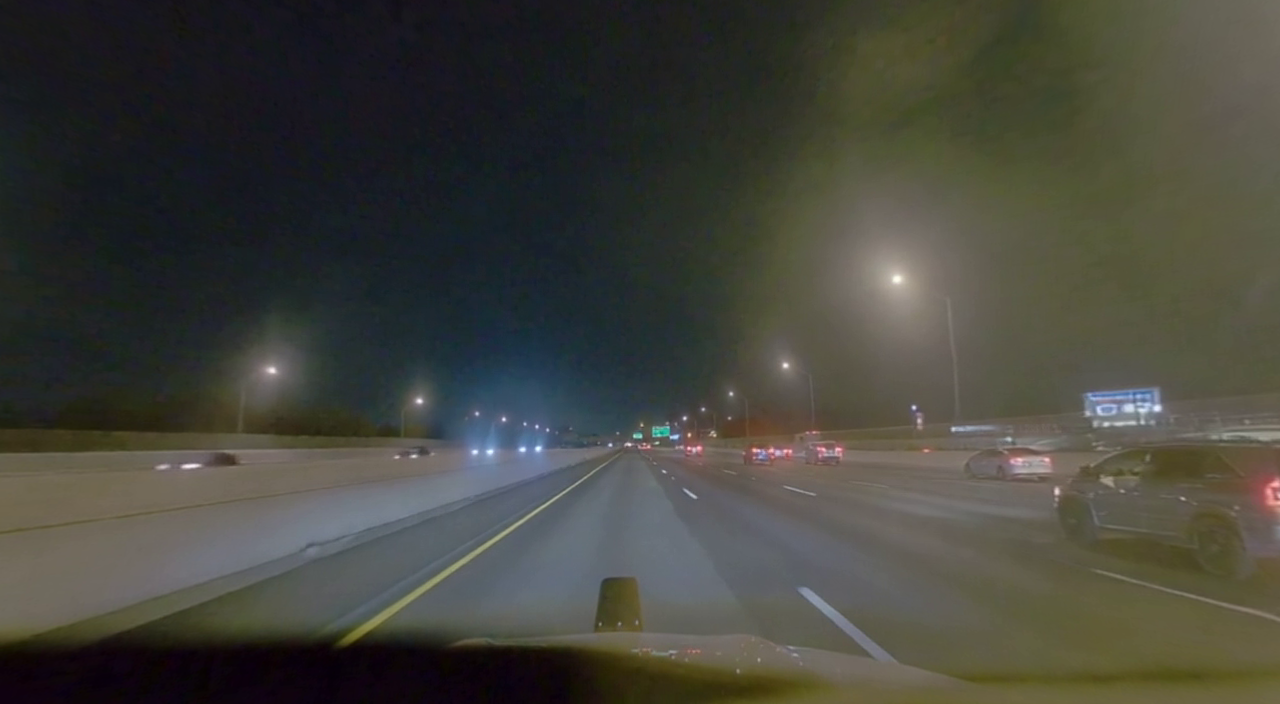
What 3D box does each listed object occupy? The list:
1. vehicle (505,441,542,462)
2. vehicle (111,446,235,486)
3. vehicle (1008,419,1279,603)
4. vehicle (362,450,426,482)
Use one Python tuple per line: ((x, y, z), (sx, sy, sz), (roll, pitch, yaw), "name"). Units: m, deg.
((-8.944, 7.627, 48.799), (1.884, 1.485, 4.376), (0, -8, 1), "vehicle")
((-21.593, 5.250, 29.527), (2.042, 1.678, 4.775), (0, -8, 1), "vehicle")
((6.071, 1.477, 6.421), (1.821, 1.470, 4.633), (0, -8, 0), "vehicle")
((-12.975, 5.988, 33.553), (1.847, 1.471, 4.257), (0, -8, -2), "vehicle")
